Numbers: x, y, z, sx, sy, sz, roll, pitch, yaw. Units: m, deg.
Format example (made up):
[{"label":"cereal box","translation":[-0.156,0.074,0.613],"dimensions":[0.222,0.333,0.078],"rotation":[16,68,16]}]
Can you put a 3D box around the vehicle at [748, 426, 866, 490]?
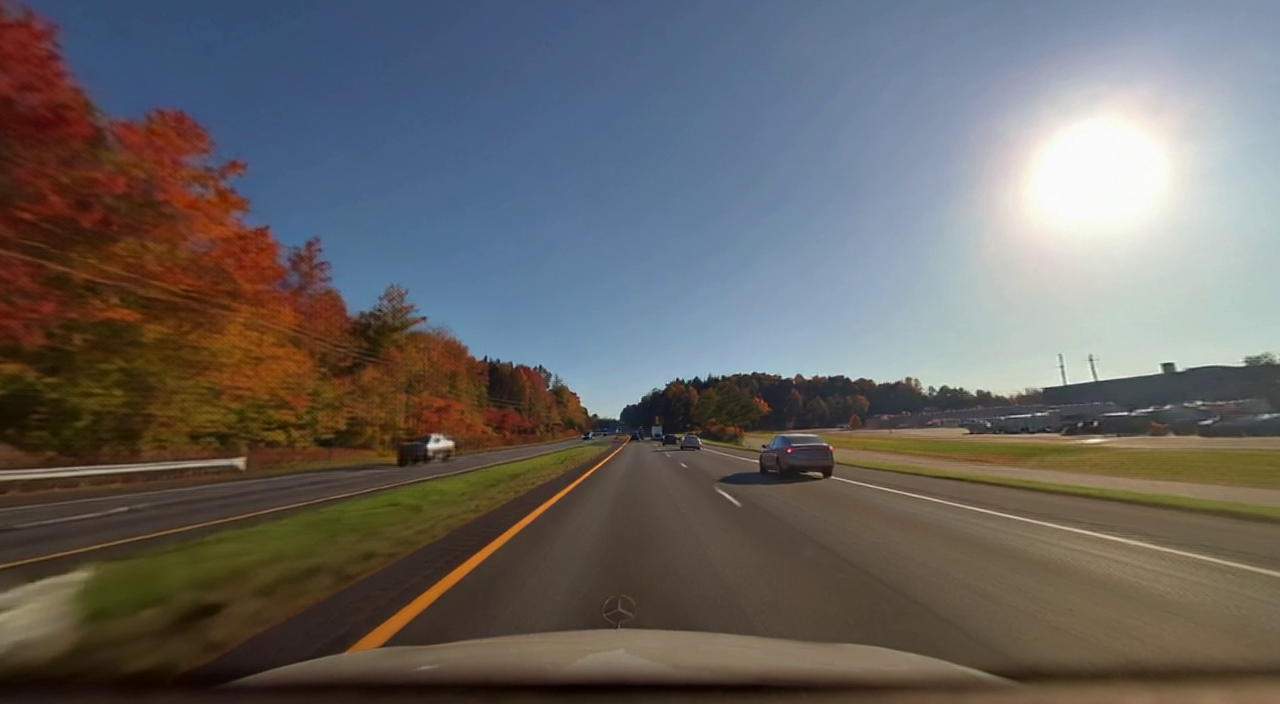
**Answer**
[{"label":"vehicle","translation":[4.411,2.863,17.351],"dimensions":[2.024,1.516,4.197],"rotation":[0,-8,-1]}]

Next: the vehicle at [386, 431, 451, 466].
[{"label":"vehicle","translation":[-12.253,5.366,35.084],"dimensions":[1.987,1.778,4.437],"rotation":[0,-8,0]}]

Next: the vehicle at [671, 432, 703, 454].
[{"label":"vehicle","translation":[3.505,6.904,47.717],"dimensions":[2.057,1.540,4.158],"rotation":[0,-8,-1]}]
